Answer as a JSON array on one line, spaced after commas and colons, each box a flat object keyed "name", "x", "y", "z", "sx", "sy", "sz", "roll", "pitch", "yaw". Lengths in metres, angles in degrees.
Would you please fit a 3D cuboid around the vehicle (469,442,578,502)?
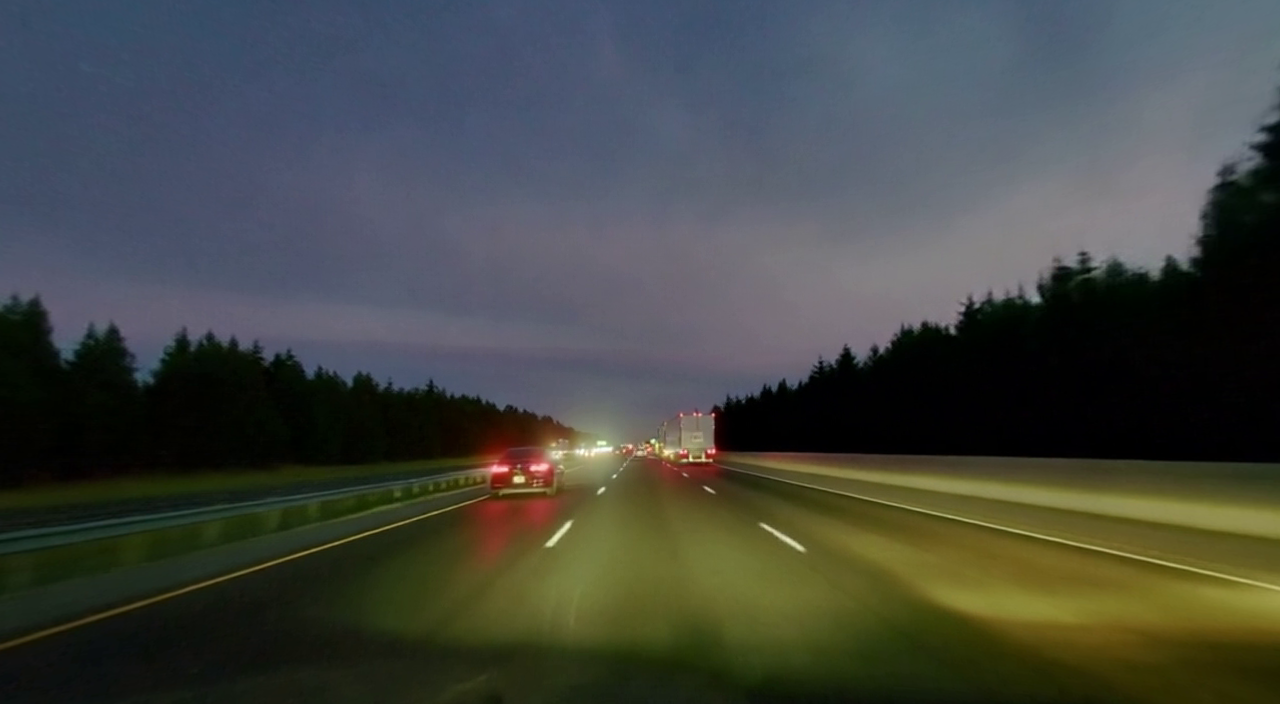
[{"name": "vehicle", "x": -3.096, "y": 3.318, "z": 17.838, "sx": 2.121, "sy": 1.445, "sz": 4.651, "roll": 0, "pitch": -9, "yaw": 1}]
